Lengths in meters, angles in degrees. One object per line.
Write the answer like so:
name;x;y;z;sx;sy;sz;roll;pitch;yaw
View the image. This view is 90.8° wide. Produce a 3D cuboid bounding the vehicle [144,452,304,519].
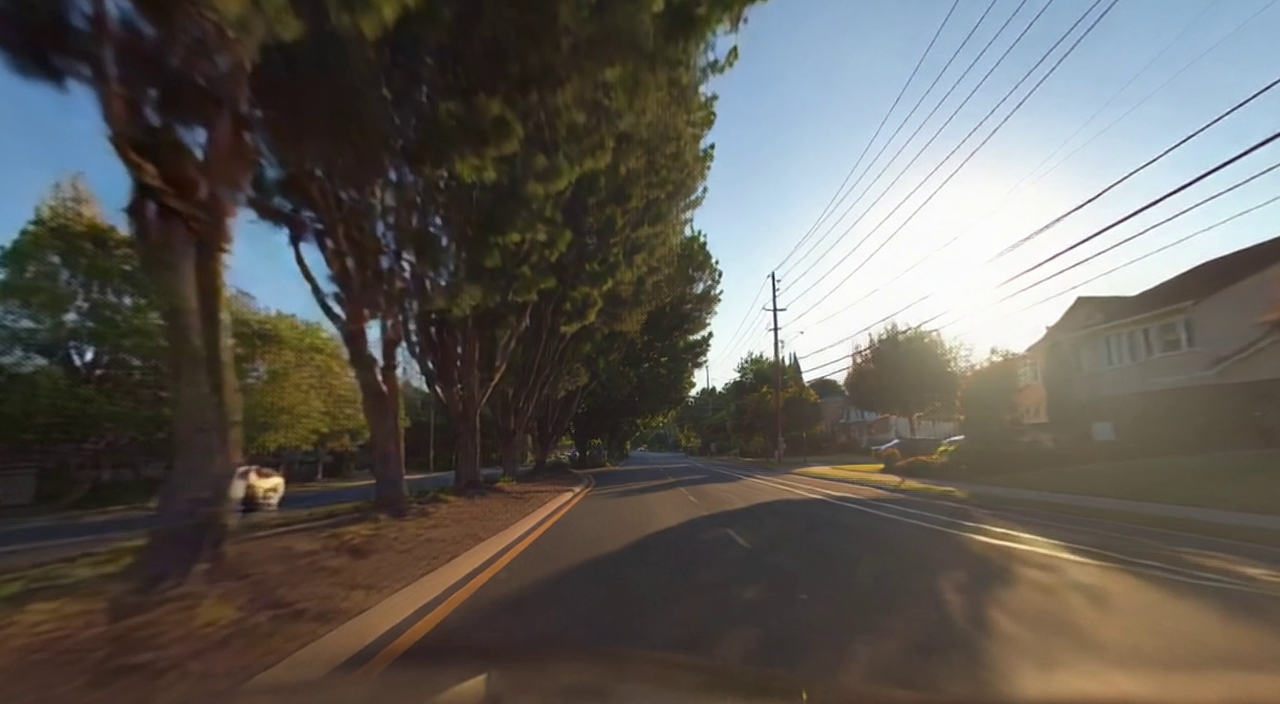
vehicle;-13.440;4.283;20.885;2.112;1.847;4.765;0;-8;-2
